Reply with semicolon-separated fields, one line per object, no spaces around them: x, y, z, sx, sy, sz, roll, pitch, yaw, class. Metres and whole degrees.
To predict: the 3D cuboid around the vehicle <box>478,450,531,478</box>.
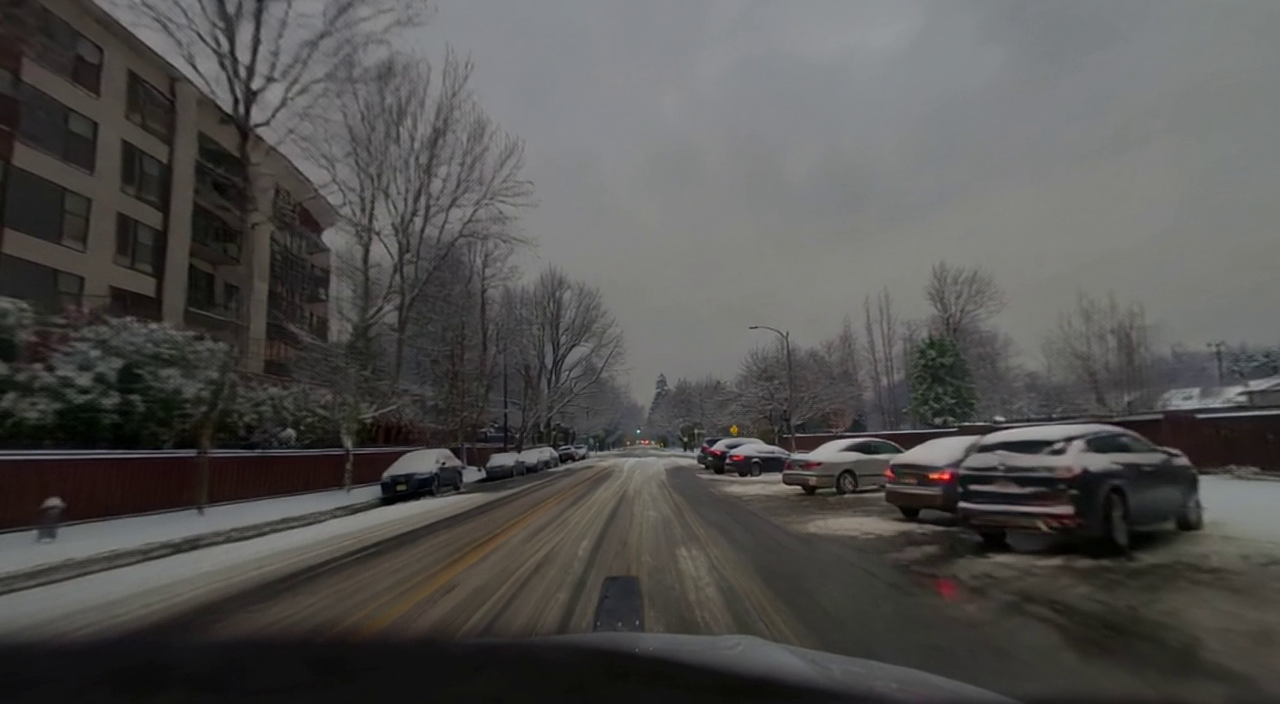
-7.916;6.576;37.301;1.911;1.497;4.738;0;-8;2;vehicle

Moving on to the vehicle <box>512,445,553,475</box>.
-7.455;7.526;44.263;1.957;1.693;4.588;-2;-6;1;vehicle

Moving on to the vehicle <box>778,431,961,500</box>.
6.637;3.221;18.262;4.858;1.758;2.021;4;-9;-25;vehicle

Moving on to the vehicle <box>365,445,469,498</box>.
-7.867;4.229;22.809;2.172;1.707;4.273;0;-8;0;vehicle

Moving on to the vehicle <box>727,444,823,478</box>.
6.518;5.224;30.524;4.265;1.510;1.915;5;-10;-28;vehicle

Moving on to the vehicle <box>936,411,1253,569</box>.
6.355;1.772;8.809;3.954;1.666;2.213;6;-10;-33;vehicle
